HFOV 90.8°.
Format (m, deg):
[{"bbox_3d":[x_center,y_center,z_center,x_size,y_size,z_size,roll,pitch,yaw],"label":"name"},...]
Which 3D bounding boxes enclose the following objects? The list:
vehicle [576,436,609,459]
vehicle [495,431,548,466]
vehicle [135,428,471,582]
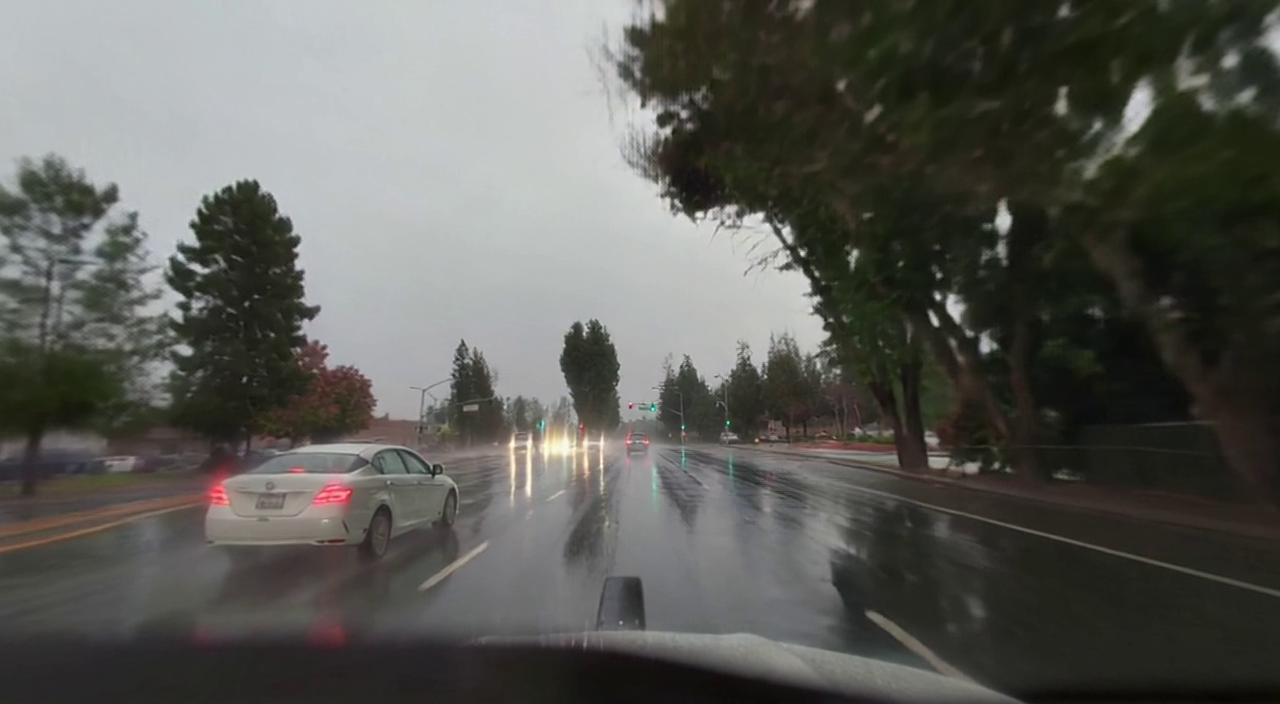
[{"bbox_3d":[-3.531,7.186,47.610,2.103,1.592,4.160,0,-8,1],"label":"vehicle"},{"bbox_3d":[-7.414,6.121,40.256,2.274,2.040,6.031,0,-8,0],"label":"vehicle"},{"bbox_3d":[-3.741,1.757,8.141,1.905,1.418,4.396,0,-8,0],"label":"vehicle"}]
